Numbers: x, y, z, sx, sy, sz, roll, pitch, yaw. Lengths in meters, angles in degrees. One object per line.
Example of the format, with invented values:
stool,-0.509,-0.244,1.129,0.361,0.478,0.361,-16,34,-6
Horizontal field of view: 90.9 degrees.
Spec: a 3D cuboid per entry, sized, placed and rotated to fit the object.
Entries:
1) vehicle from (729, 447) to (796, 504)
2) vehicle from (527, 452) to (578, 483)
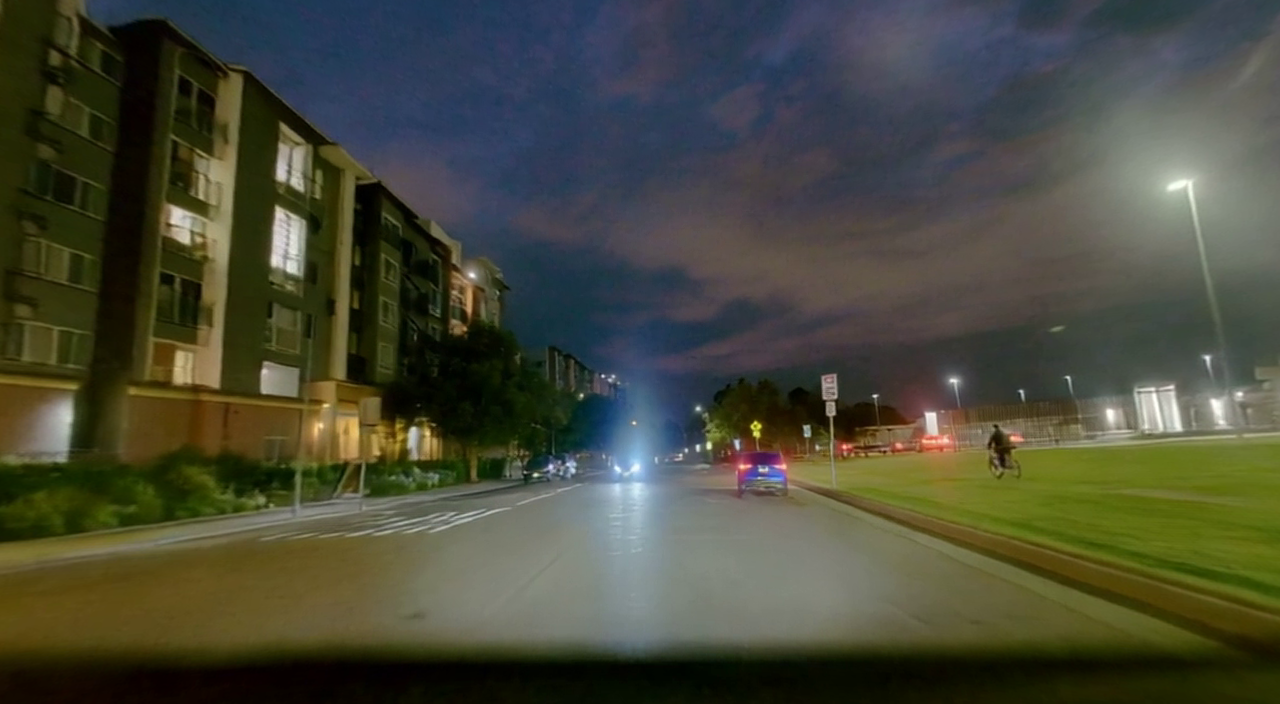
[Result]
vehicle,3.444,3.532,18.094,1.559,1.351,2.452,-7,-11,6
vehicle,-6.154,8.162,44.784,2.347,1.846,4.915,-7,-9,5
